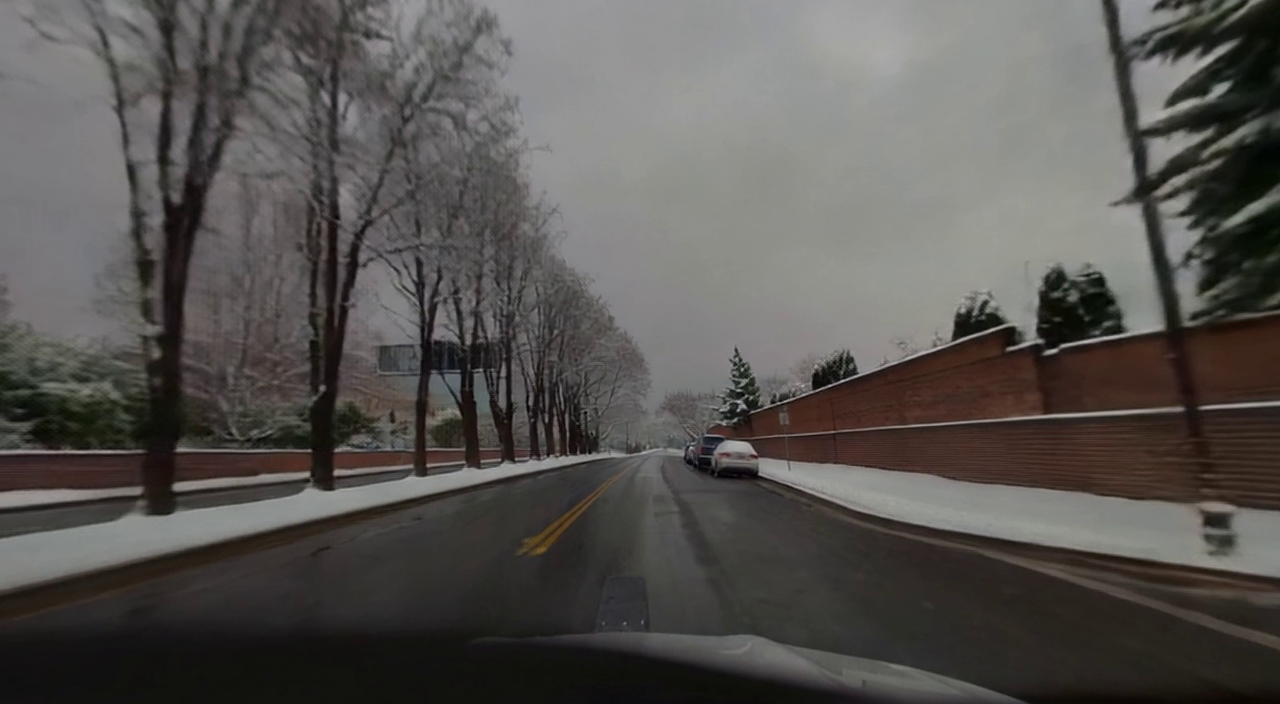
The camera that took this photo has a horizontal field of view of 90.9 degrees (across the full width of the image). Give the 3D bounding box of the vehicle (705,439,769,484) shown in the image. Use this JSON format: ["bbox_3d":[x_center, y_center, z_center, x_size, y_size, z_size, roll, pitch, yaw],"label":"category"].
[{"bbox_3d":[4.008,4.577,26.943,2.048,1.596,5.543,2,-8,2],"label":"vehicle"}]
